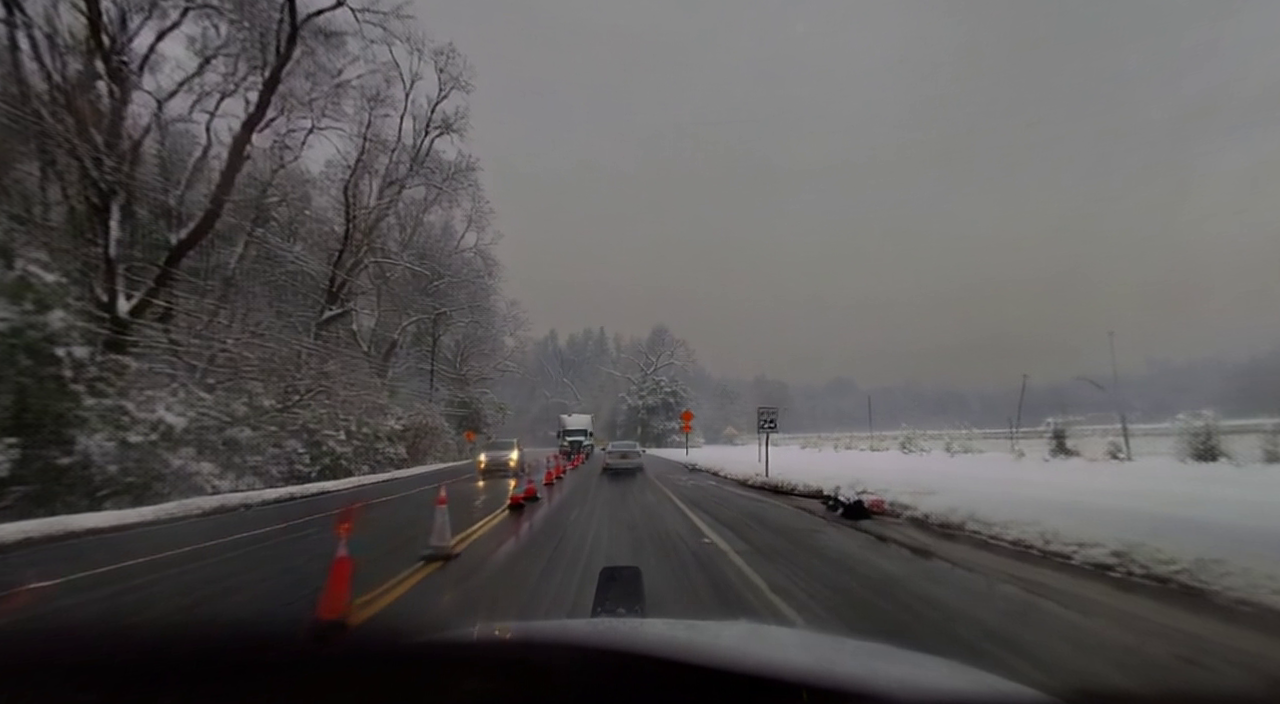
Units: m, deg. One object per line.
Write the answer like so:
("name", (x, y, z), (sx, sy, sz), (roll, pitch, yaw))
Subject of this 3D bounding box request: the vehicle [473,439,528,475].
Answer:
("vehicle", (-6.287, 4.779, 28.963), (2.019, 1.492, 4.091), (1, -8, -6))

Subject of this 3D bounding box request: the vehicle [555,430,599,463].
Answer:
("vehicle", (-4.281, 6.358, 42.647), (2.671, 2.053, 6.074), (1, -9, -6))

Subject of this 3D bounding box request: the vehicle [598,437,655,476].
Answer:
("vehicle", (-0.574, 4.298, 26.277), (2.186, 1.463, 4.356), (0, -8, -2))
